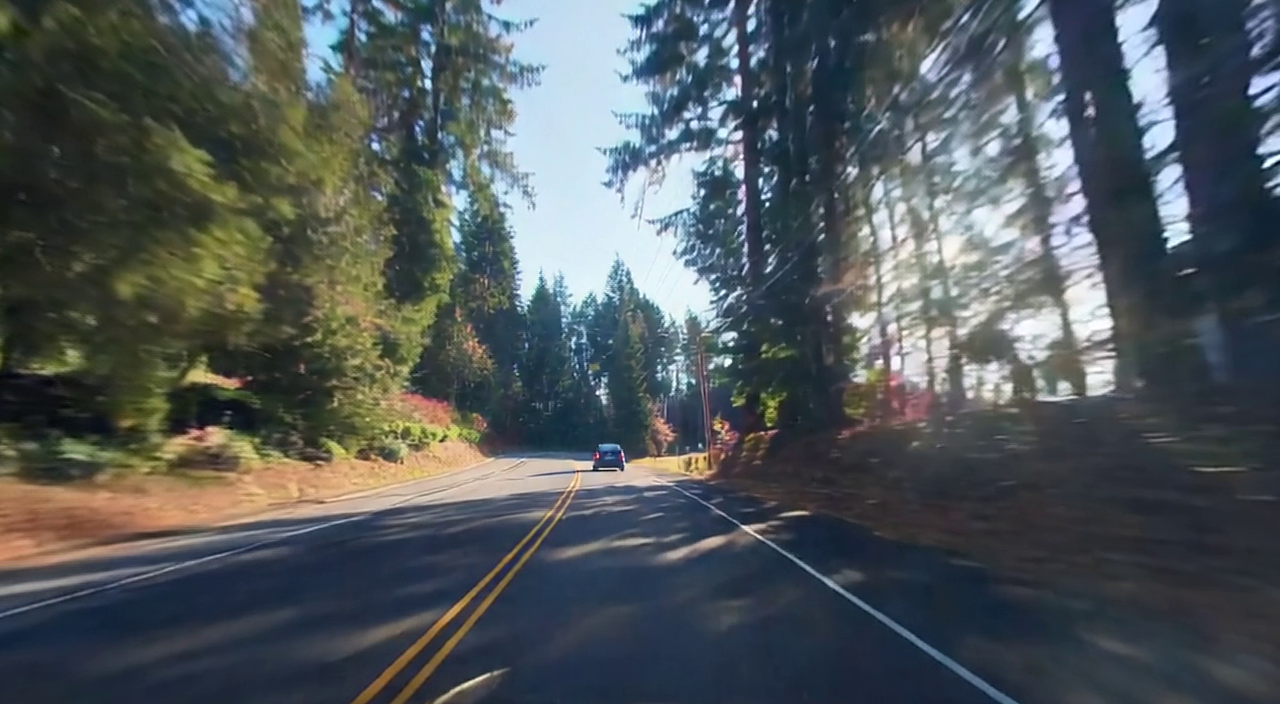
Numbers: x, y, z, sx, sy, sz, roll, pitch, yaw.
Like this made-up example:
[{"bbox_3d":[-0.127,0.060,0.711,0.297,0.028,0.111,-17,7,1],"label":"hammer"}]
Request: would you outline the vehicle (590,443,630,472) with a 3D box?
[{"bbox_3d":[-1.811,6.125,36.941,2.059,1.524,3.963,3,-9,-5],"label":"vehicle"}]
